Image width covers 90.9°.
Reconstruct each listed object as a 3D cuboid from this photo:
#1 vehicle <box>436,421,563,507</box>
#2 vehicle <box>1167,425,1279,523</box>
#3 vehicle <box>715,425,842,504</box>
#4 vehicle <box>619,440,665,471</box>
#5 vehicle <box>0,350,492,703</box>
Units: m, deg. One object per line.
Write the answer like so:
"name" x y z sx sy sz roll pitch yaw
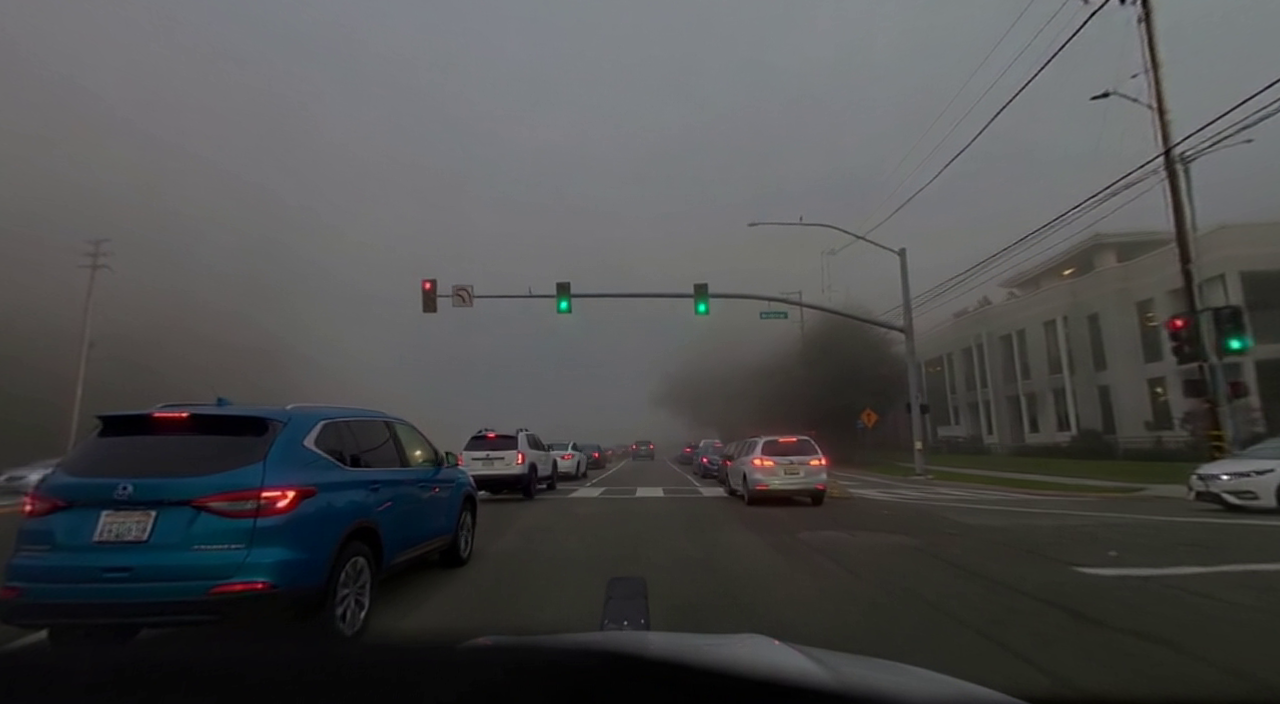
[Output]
"vehicle" -3.137 2.617 15.116 1.958 1.744 4.315 0 -8 1
"vehicle" 11.970 2.041 10.688 4.119 1.574 2.028 -4 -9 24
"vehicle" 3.359 2.855 16.396 2.201 1.734 4.564 0 -8 -1
"vehicle" 0.096 5.299 32.471 2.185 1.515 4.215 0 -8 0
"vehicle" -2.881 1.176 5.288 2.127 1.754 4.287 0 -8 2
